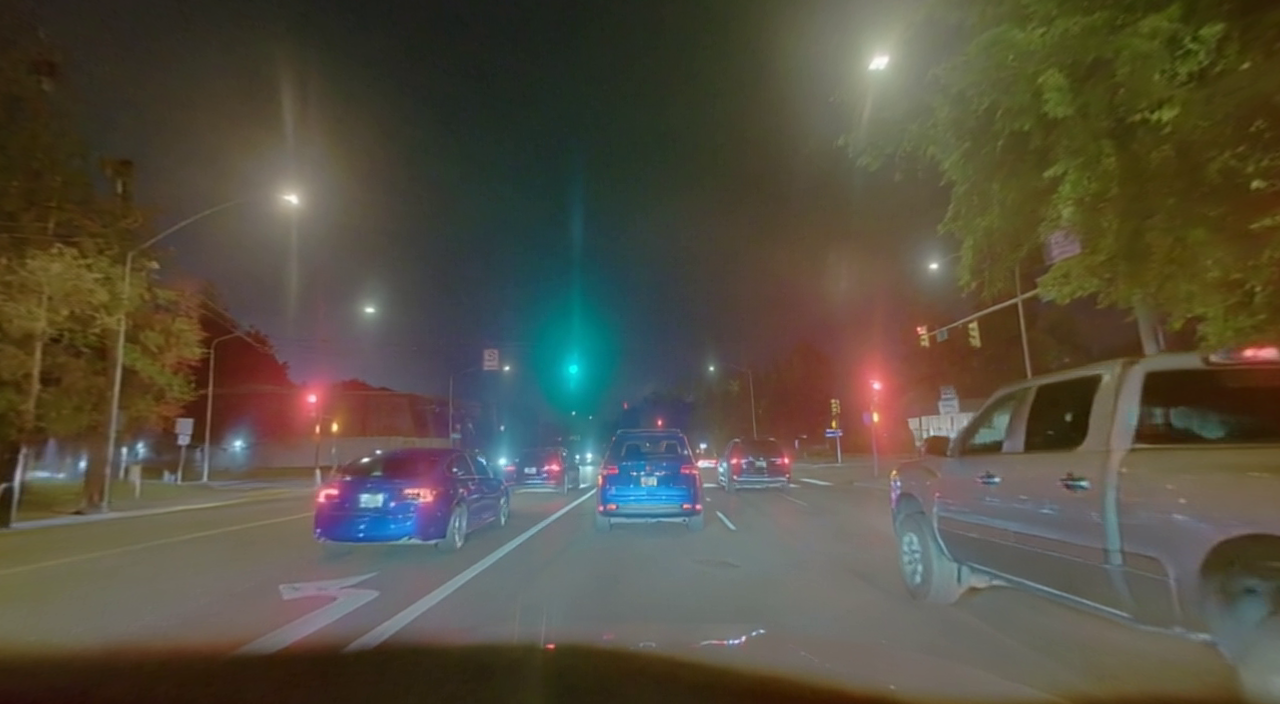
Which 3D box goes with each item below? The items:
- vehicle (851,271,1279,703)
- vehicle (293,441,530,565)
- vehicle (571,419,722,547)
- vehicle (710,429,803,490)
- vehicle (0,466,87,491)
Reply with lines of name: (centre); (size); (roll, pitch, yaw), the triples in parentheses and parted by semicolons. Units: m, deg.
vehicle: (3.428, 0.878, 3.473); (2.571, 1.857, 5.841); (0, -9, 1)
vehicle: (-3.182, 2.176, 10.030); (1.909, 1.476, 4.751); (0, -8, 1)
vehicle: (0.119, 2.133, 10.853); (2.113, 1.768, 3.901); (0, -9, 1)
vehicle: (3.979, 3.809, 22.646); (2.408, 1.908, 5.355); (0, -9, 1)
vehicle: (-40.927, 8.506, 42.474); (5.100, 1.533, 2.032); (1, -9, -9)
